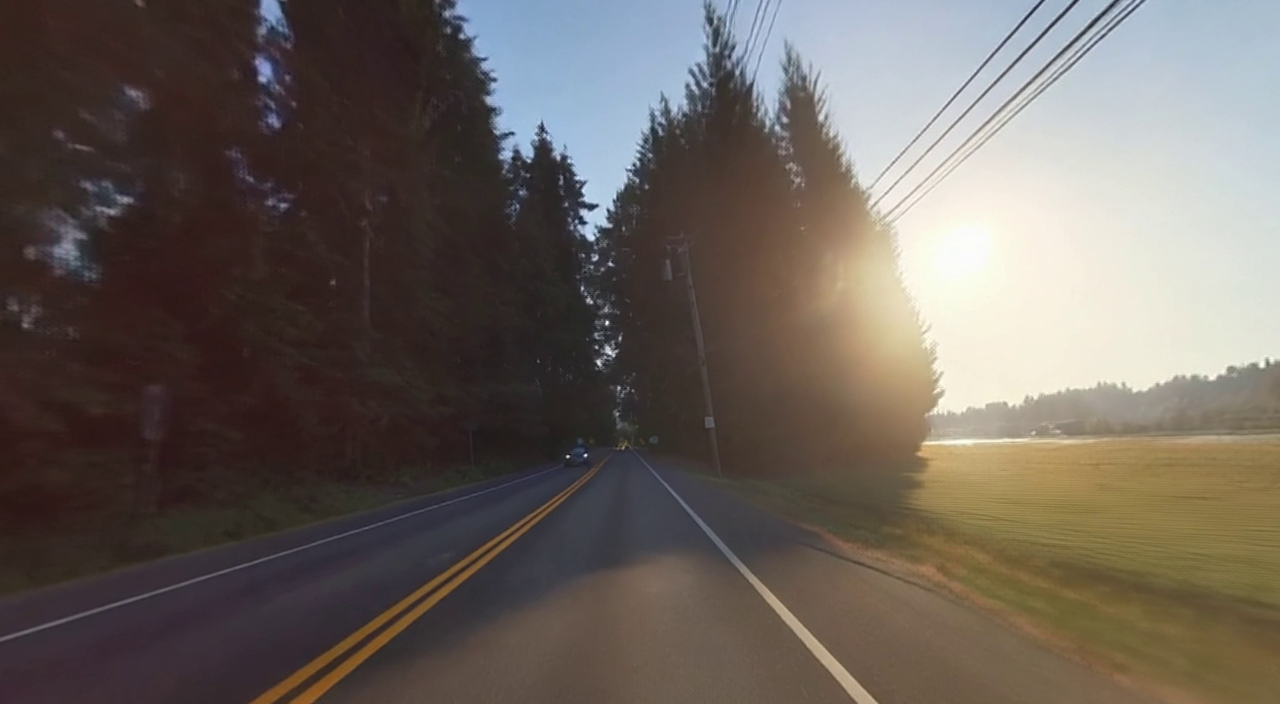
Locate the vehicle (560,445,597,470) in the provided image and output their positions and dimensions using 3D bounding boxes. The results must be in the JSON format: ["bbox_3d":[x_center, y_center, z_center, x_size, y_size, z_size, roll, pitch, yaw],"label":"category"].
[{"bbox_3d":[-4.055,7.025,42.262,2.030,1.552,4.188,1,-9,1],"label":"vehicle"}]
